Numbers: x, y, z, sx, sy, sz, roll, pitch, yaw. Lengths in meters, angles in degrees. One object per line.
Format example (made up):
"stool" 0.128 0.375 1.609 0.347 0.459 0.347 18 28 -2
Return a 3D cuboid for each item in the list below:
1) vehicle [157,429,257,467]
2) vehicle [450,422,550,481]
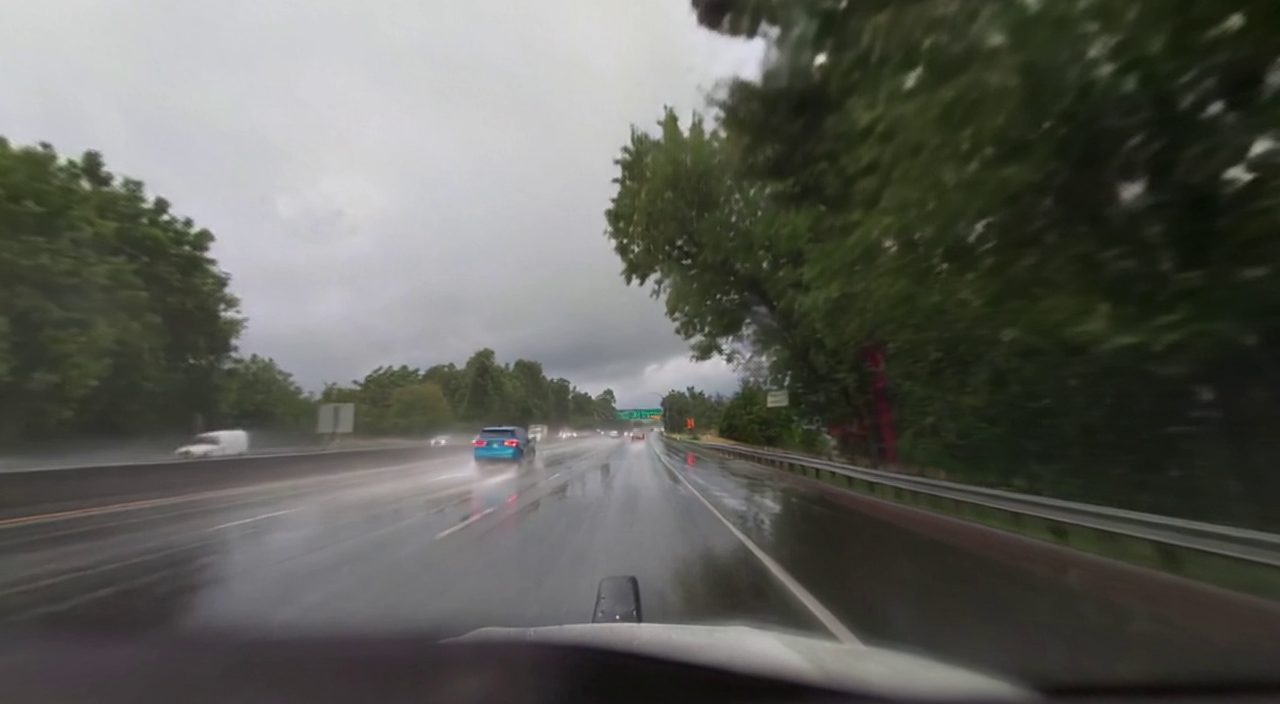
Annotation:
"vehicle" -24.077 5.349 35.308 2.063 1.952 4.896 0 -8 1
"vehicle" -4.222 3.061 19.779 2.052 1.626 4.514 0 -8 0
